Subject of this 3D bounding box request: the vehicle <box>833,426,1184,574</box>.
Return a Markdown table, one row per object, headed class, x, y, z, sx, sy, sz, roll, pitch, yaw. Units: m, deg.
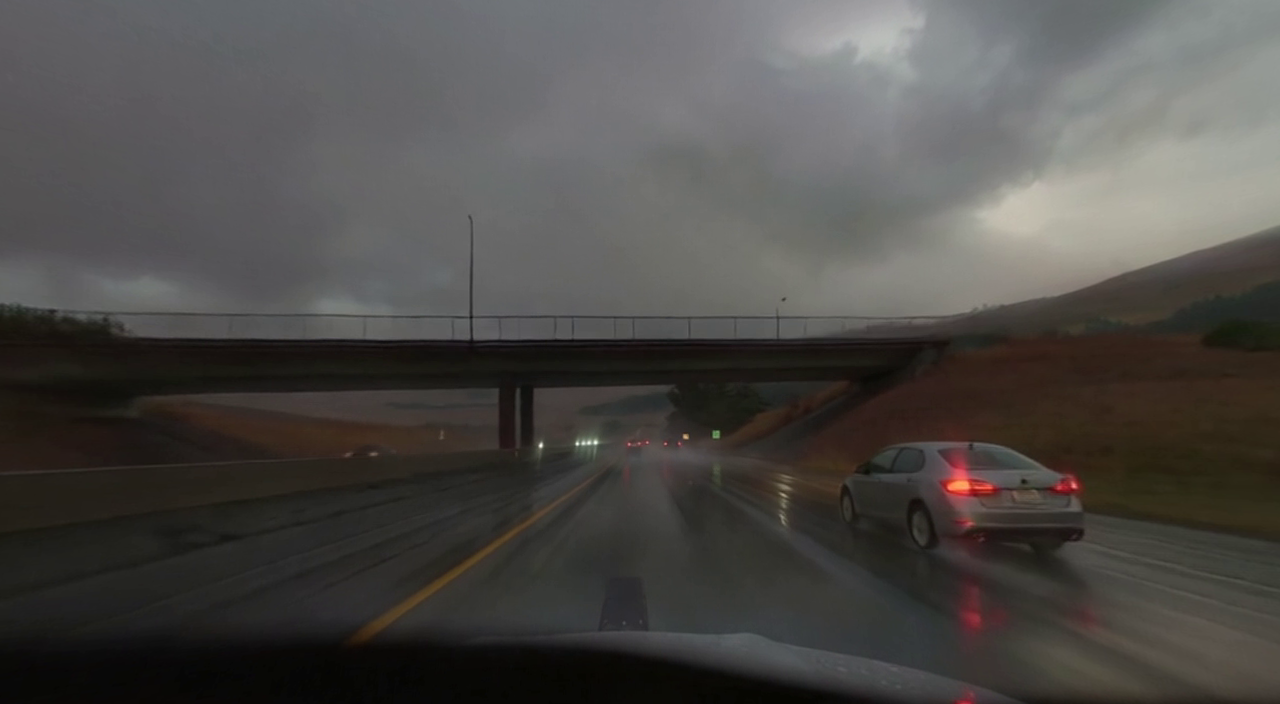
| class | x | y | z | sx | sy | sz | roll | pitch | yaw |
| --- | --- | --- | --- | --- | --- | --- | --- | --- | --- |
| vehicle | 4.519 | 1.862 | 8.877 | 2.027 | 1.487 | 4.718 | 0 | -8 | -1 |
